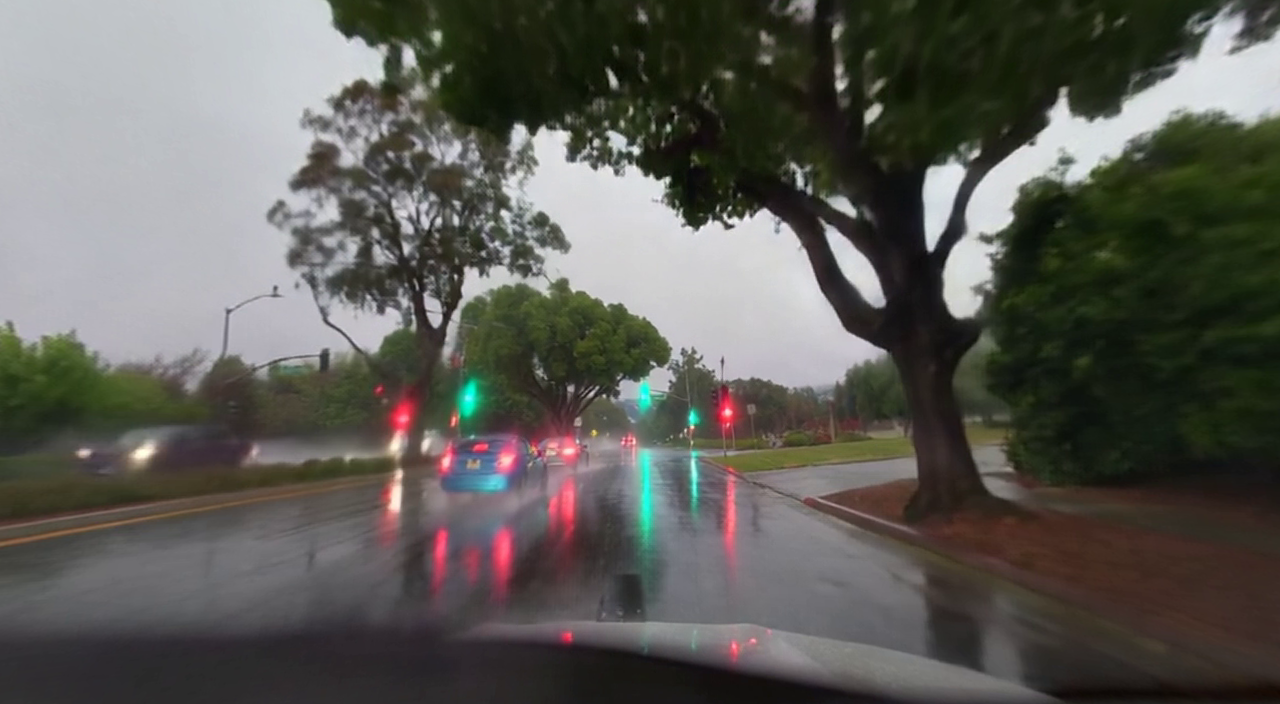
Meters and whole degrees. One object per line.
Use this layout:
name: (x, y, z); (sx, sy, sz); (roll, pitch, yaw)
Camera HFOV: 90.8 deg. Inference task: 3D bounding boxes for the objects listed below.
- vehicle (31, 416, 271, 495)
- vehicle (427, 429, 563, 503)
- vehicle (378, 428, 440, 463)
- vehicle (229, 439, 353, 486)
vehicle: (-16.380, 3.551, 22.026); (2.734, 2.261, 6.993); (0, -9, 0)
vehicle: (-3.259, 2.689, 15.310); (2.038, 1.486, 4.678); (0, -9, 2)
vehicle: (-16.737, 6.830, 46.112); (2.496, 2.351, 5.293); (0, -9, 0)
vehicle: (-12.499, 3.973, 23.028); (1.966, 1.496, 4.470); (0, -9, 0)
